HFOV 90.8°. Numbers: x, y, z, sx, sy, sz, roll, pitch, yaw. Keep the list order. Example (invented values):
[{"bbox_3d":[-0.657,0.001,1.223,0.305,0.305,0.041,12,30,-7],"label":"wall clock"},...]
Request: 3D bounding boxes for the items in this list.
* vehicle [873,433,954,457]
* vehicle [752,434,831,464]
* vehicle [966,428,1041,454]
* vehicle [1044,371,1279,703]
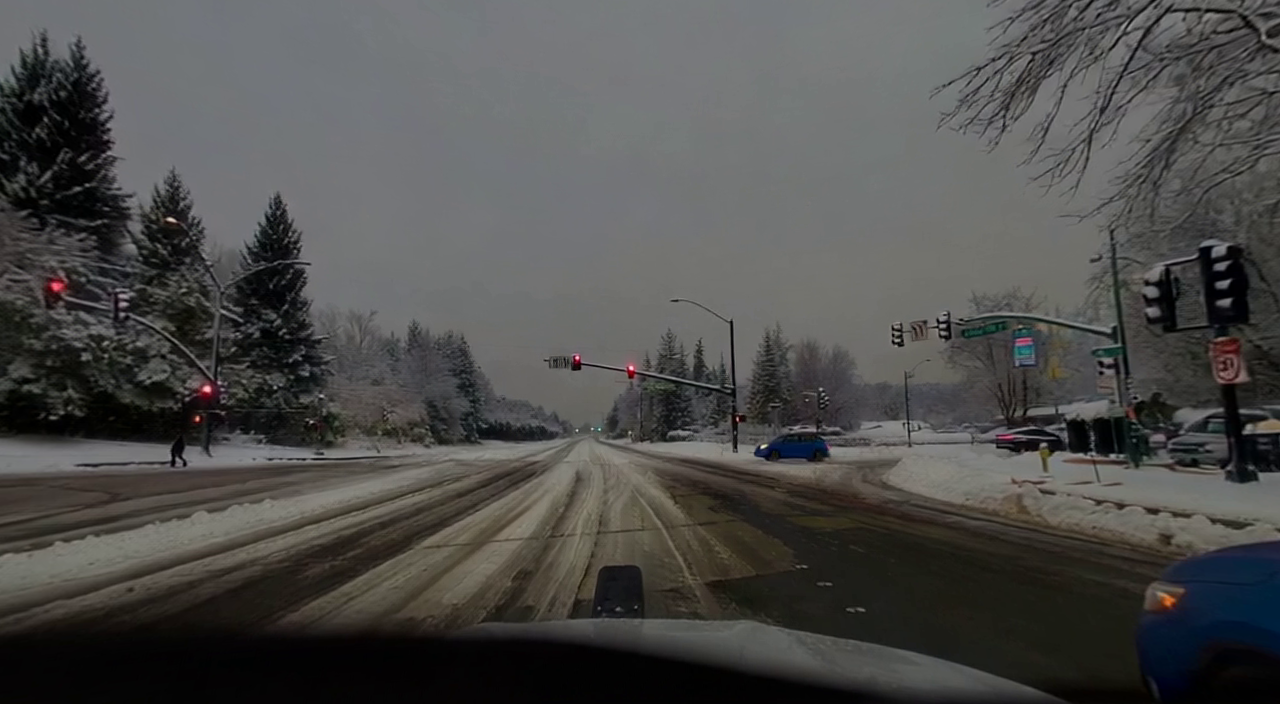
[{"bbox_3d":[18.645,6.328,43.014,5.234,1.549,1.982,4,-9,-24],"label":"vehicle"},{"bbox_3d":[8.050,5.165,33.593,3.896,1.500,1.740,5,-10,-30],"label":"vehicle"},{"bbox_3d":[26.858,6.614,46.670,5.032,1.828,2.183,4,-9,-24],"label":"vehicle"},{"bbox_3d":[3.144,0.628,0.625,2.017,1.559,5.132,0,-9,-1],"label":"vehicle"}]
